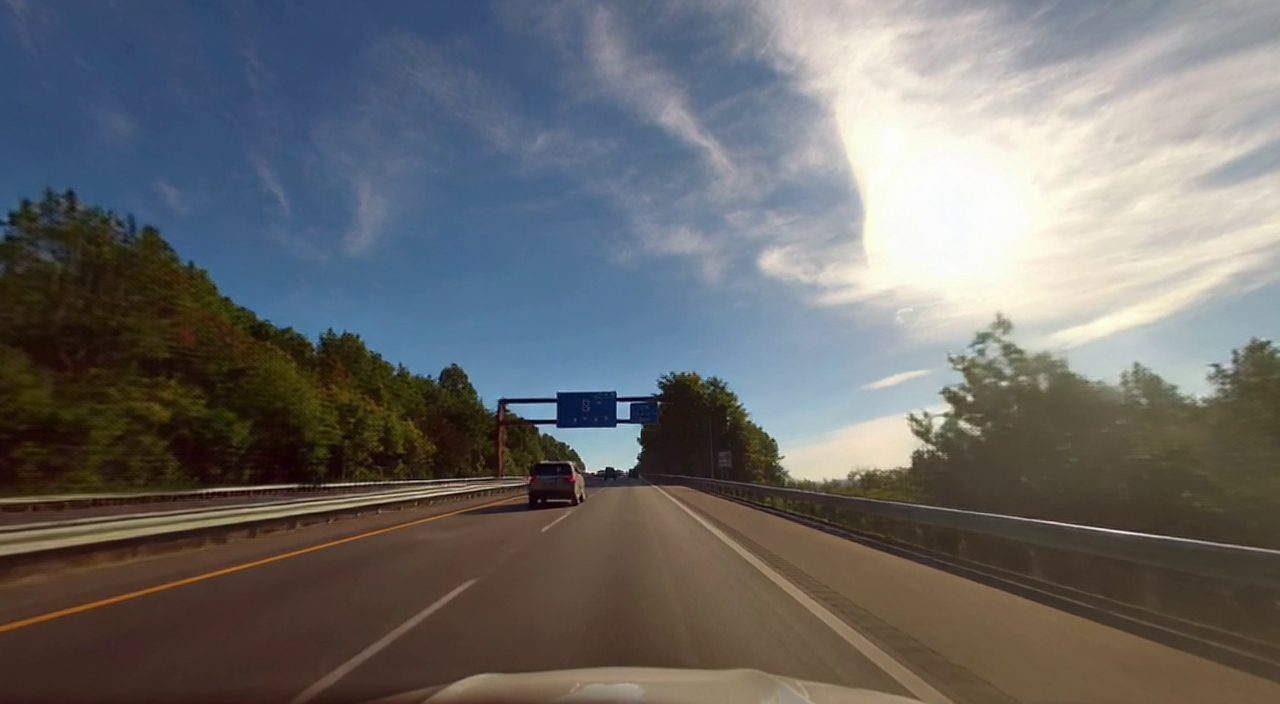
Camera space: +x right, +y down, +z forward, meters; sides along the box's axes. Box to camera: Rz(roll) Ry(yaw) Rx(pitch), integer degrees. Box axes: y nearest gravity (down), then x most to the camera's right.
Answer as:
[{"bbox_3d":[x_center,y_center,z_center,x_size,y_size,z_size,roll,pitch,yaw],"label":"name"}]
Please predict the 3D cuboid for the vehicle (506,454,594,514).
[{"bbox_3d":[-2.777,4.263,20.612,2.107,1.668,4.554,1,-11,1],"label":"vehicle"}]
